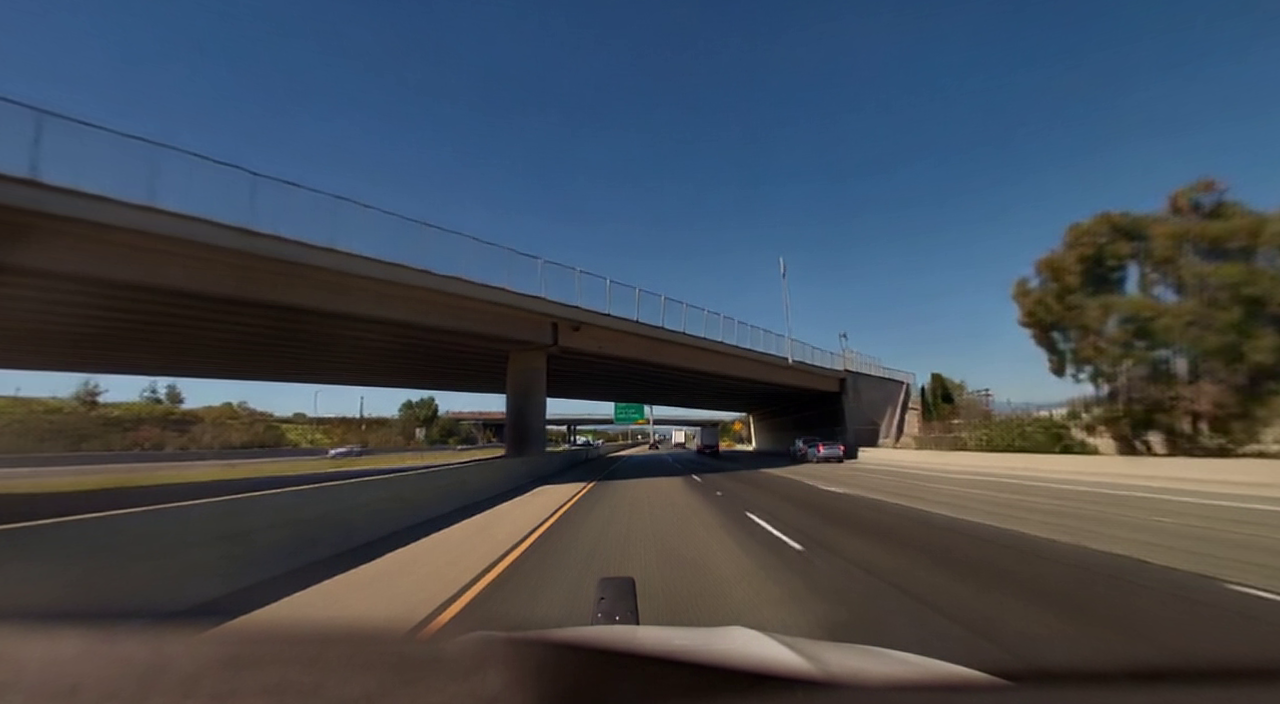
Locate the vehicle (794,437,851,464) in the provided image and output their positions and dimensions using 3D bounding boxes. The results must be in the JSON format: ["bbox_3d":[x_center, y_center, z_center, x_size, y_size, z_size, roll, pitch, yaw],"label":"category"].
[{"bbox_3d":[11.276,6.111,39.282,2.229,1.599,4.253,0,-8,0],"label":"vehicle"}]
